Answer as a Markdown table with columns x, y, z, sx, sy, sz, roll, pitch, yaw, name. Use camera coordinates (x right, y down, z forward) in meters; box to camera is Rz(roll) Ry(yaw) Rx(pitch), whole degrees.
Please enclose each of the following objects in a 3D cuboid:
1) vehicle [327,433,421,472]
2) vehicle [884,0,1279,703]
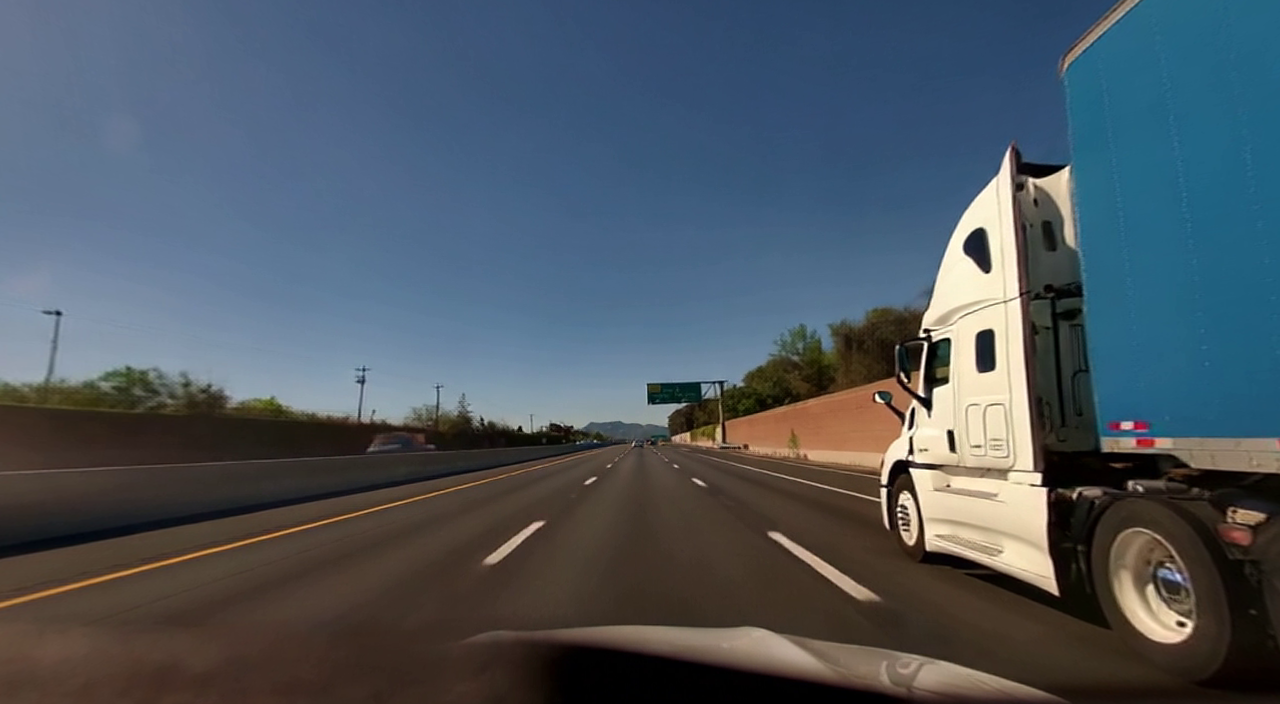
| x | y | z | sx | sy | sz | roll | pitch | yaw | name |
| --- | --- | --- | --- | --- | --- | --- | --- | --- | --- |
| -14.113 | 5.390 | 34.030 | 2.495 | 1.889 | 5.742 | 0 | -8 | 1 | vehicle |
| 4.031 | -0.440 | 1.692 | 3.012 | 3.768 | 8.945 | 0 | -8 | -1 | vehicle |
